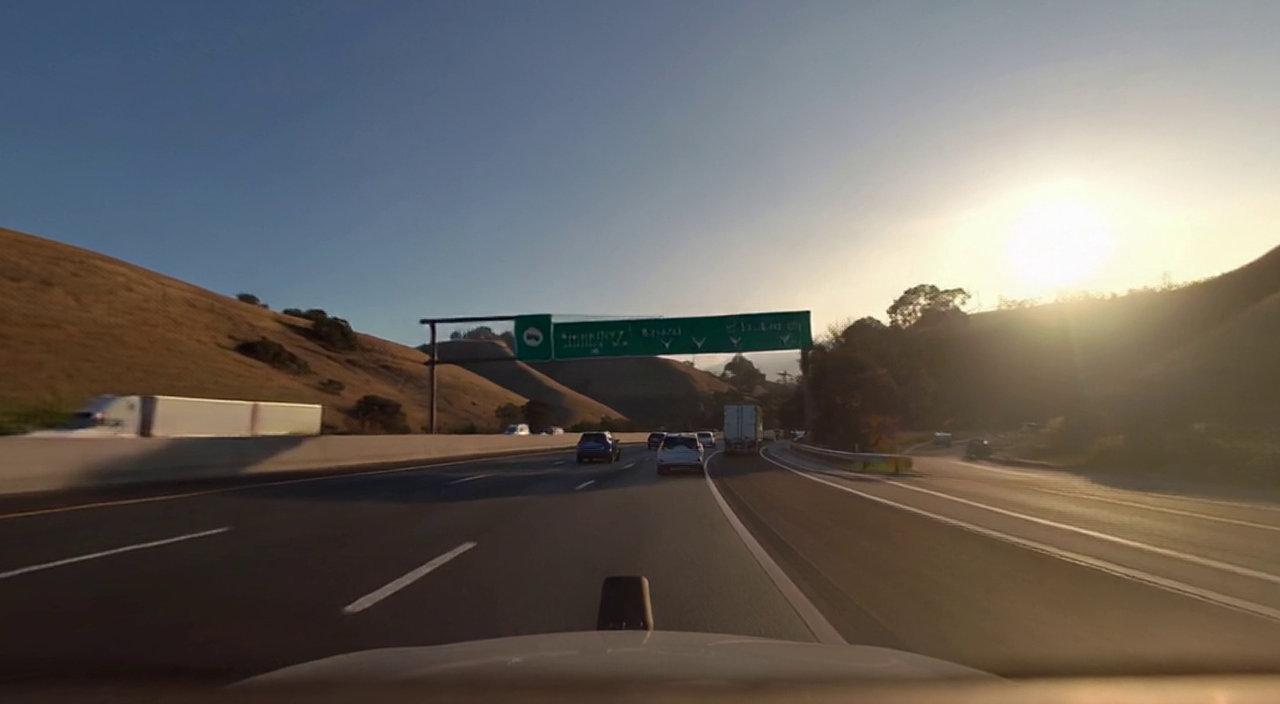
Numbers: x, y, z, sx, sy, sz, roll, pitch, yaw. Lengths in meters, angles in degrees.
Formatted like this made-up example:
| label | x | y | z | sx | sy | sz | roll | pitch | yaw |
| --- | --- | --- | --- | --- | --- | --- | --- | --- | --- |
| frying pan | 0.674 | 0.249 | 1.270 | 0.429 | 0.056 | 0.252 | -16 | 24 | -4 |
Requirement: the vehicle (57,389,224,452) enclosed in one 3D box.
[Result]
| label | x | y | z | sx | sy | sz | roll | pitch | yaw |
| --- | --- | --- | --- | --- | --- | --- | --- | --- | --- |
| vehicle | -31.454 | 4.550 | 40.395 | 3.058 | 3.587 | 8.301 | -1 | -8 | 7 |

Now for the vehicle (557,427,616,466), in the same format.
| label | x | y | z | sx | sy | sz | roll | pitch | yaw |
| --- | --- | --- | --- | --- | --- | --- | --- | --- | --- |
| vehicle | -2.514 | 4.598 | 30.779 | 2.077 | 1.712 | 4.406 | -1 | -8 | 6 |

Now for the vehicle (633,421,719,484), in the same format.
| label | x | y | z | sx | sy | sz | roll | pitch | yaw |
| --- | --- | --- | --- | --- | --- | --- | --- | --- | --- |
| vehicle | 1.172 | 3.247 | 20.598 | 2.484 | 1.820 | 4.497 | -1 | -8 | 4 |

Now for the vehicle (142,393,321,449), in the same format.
| label | x | y | z | sx | sy | sz | roll | pitch | yaw |
| --- | --- | --- | --- | --- | --- | --- | --- | --- | --- |
| vehicle | -30.271 | 5.519 | 48.179 | 2.795 | 3.678 | 13.742 | -1 | -8 | 9 |
